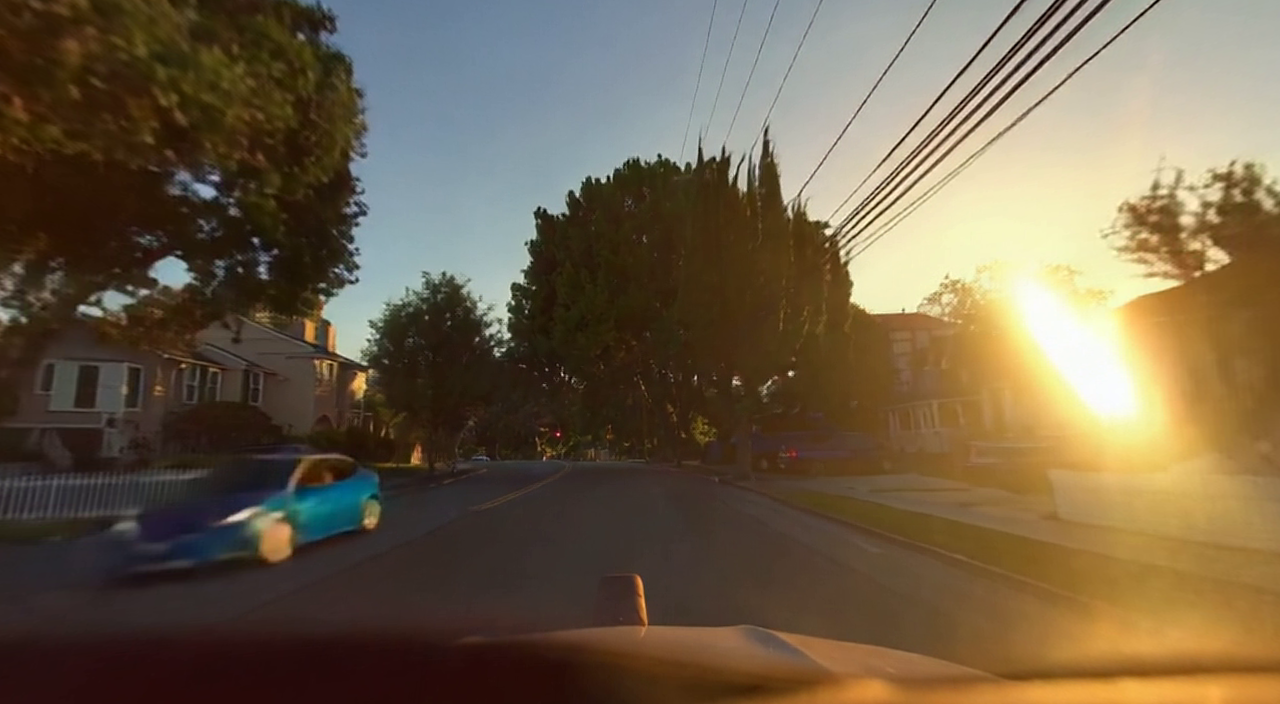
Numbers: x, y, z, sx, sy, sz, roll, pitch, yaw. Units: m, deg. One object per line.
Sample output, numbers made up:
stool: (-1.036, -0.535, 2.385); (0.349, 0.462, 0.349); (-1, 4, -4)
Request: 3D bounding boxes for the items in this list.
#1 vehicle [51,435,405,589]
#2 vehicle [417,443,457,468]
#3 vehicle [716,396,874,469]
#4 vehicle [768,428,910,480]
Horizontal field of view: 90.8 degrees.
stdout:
vehicle: (-4.910, 1.904, 8.499); (1.892, 1.501, 4.335); (0, -8, -1)
vehicle: (-13.836, 7.027, 43.126); (2.390, 1.431, 4.253); (2, -7, -17)
vehicle: (7.726, 4.109, 32.043); (7.115, 3.010, 2.378); (-4, -9, -6)
vehicle: (7.087, 3.676, 22.866); (4.412, 1.565, 1.957); (-3, -8, -1)
